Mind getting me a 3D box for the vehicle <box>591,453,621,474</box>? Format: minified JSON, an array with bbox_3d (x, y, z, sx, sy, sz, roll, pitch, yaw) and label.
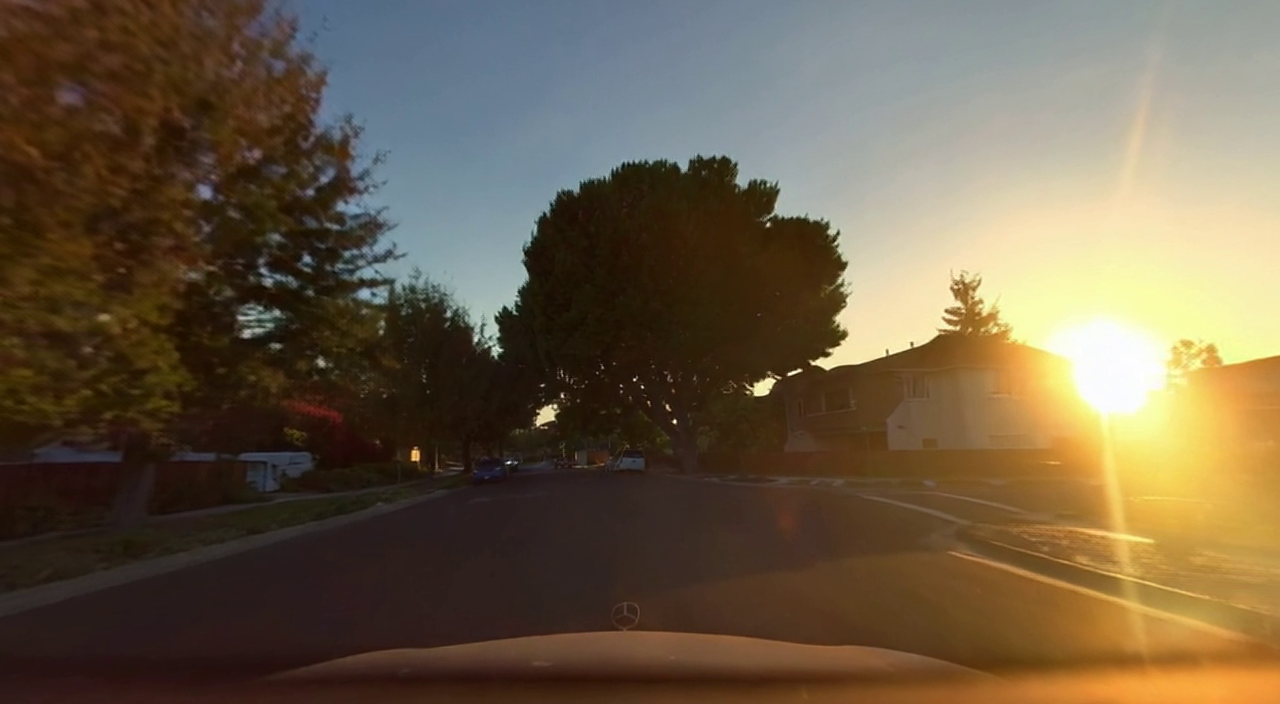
[{"bbox_3d":[-2.589,8.316,47.383,2.064,1.477,3.968,1,-9,-5],"label":"vehicle"}]
